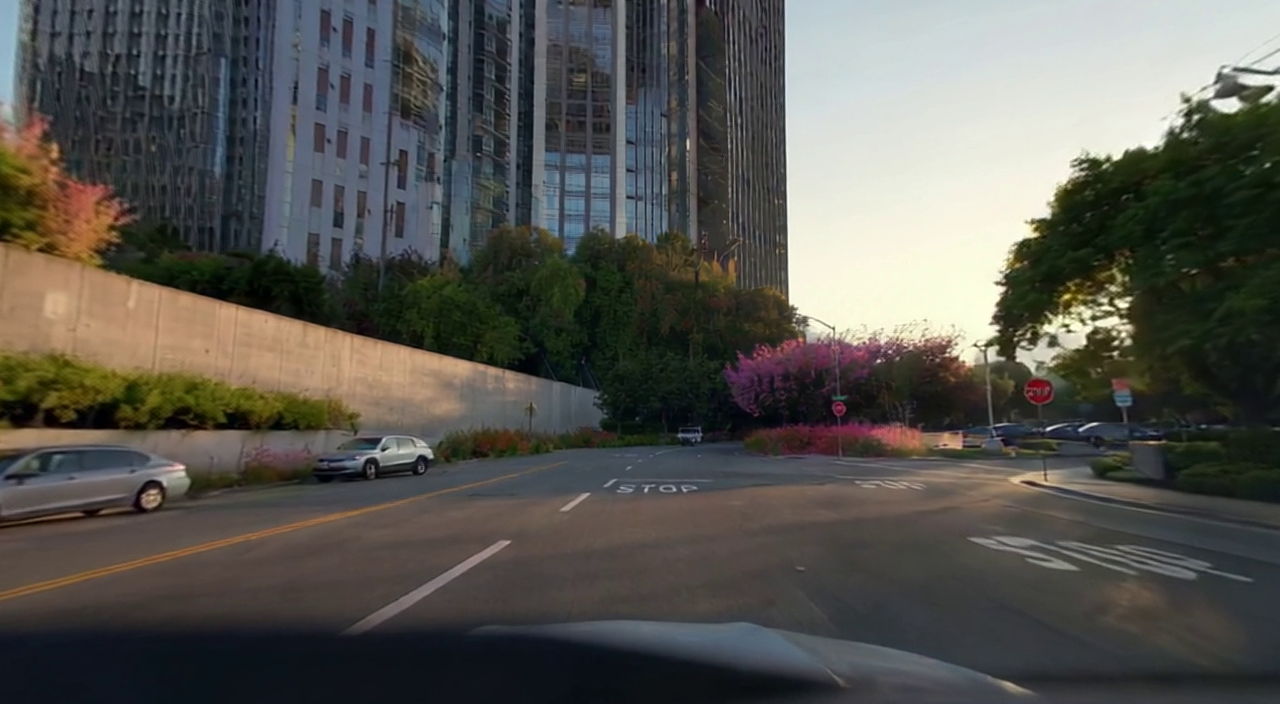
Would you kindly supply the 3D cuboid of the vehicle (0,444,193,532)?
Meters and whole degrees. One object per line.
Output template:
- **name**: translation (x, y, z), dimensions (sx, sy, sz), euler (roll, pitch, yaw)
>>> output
- **vehicle**: translation (-11.166, 2.420, 11.515), dimensions (4.421, 1.446, 2.053), euler (3, -9, -20)

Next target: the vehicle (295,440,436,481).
- **vehicle**: translation (-10.582, 4.152, 24.404), dimensions (4.694, 1.447, 2.137), euler (5, -10, -29)
